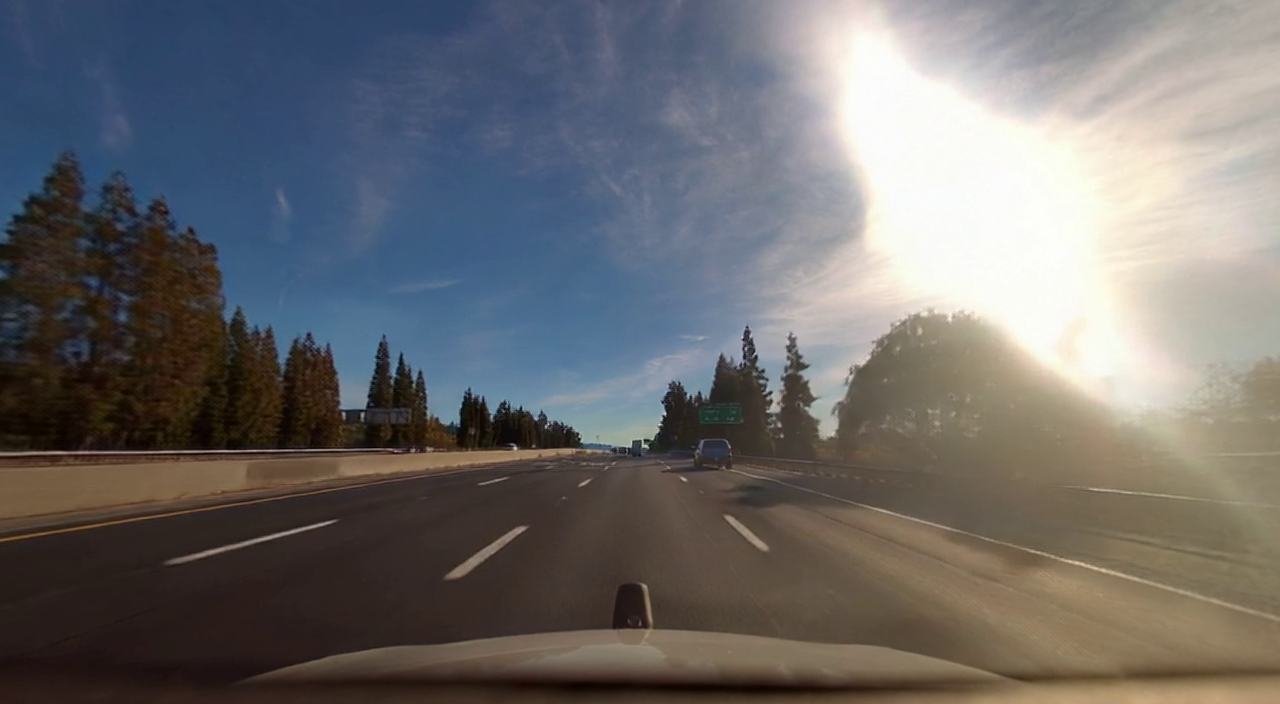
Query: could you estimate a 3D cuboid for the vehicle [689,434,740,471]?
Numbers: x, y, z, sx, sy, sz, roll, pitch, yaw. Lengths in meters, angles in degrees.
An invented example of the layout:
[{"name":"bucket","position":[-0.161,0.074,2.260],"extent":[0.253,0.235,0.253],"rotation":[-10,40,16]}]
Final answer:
[{"name":"vehicle","position":[4.120,5.630,35.644],"extent":[2.172,1.930,4.879],"rotation":[0,-8,-1]}]
